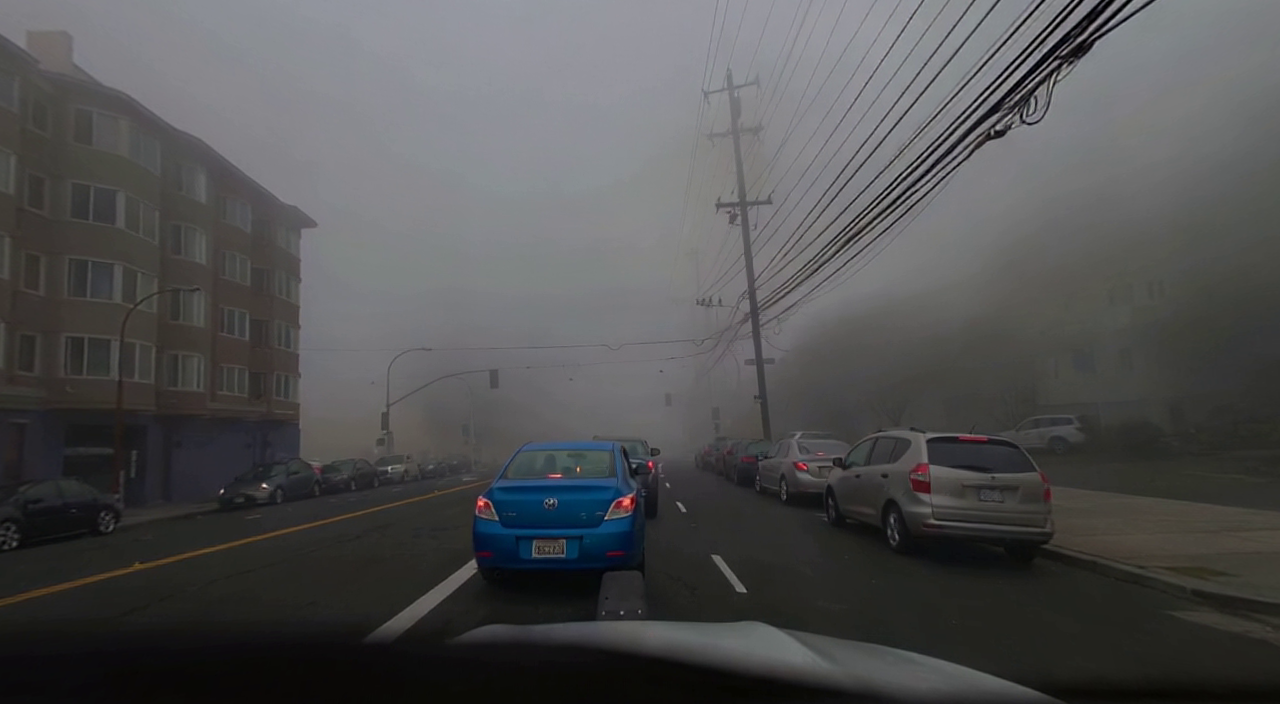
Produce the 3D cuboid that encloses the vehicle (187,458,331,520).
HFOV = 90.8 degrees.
[{"bbox_3d":[-11.854,4.240,20.044,1.868,1.491,4.367,-5,-8,0],"label":"vehicle"}]

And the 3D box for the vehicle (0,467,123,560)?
[{"bbox_3d":[-11.899,2.903,11.024,1.850,1.487,4.711,-3,-8,-1],"label":"vehicle"}]

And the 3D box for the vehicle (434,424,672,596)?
[{"bbox_3d":[-0.715,1.690,7.733,2.019,1.453,4.603,0,-8,1],"label":"vehicle"}]

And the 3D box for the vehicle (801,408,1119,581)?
[{"bbox_3d":[3.791,1.759,8.623,1.967,1.721,4.410,0,-8,-1],"label":"vehicle"}]

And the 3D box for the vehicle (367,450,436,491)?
[{"bbox_3d":[-11.946,5.940,31.935,2.011,1.687,4.079,-5,-8,-3],"label":"vehicle"}]
